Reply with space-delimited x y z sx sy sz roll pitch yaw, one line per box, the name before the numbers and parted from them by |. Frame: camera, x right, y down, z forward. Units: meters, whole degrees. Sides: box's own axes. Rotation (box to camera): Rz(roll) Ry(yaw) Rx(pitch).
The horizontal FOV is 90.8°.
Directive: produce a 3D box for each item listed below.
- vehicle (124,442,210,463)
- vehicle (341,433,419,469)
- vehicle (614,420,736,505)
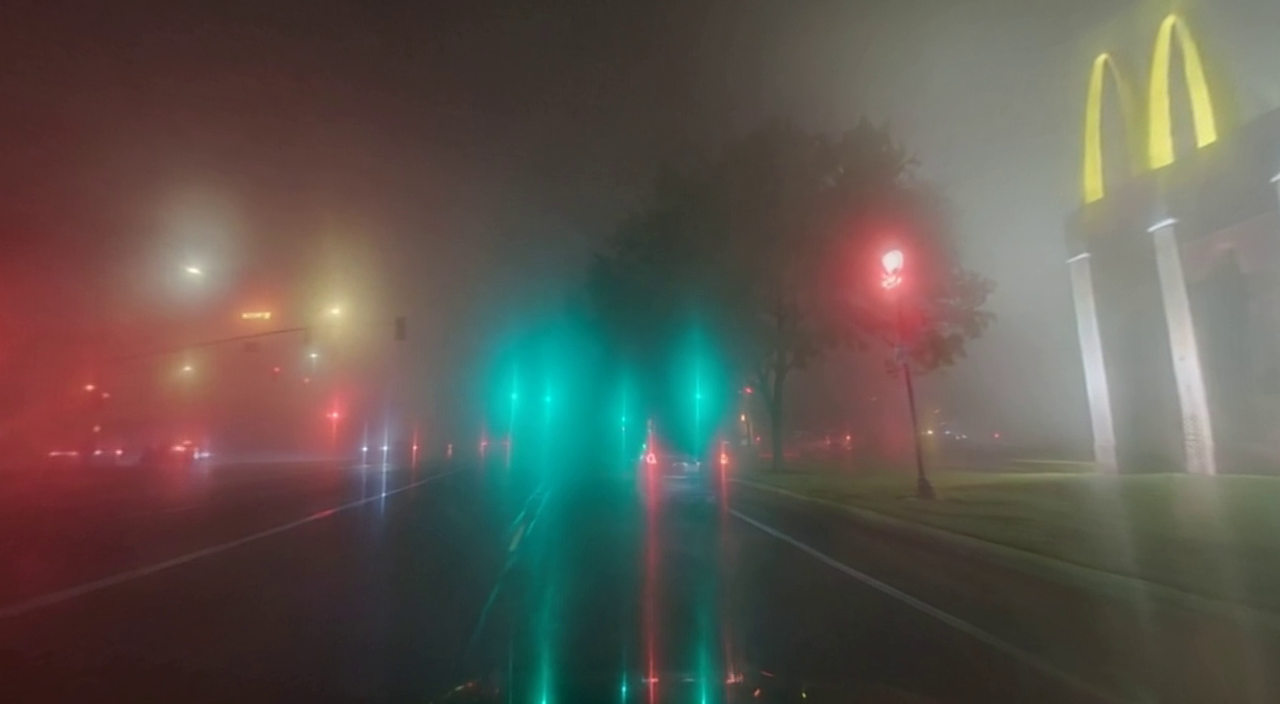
vehicle | -35.521 7.532 47.540 4.692 1.476 1.992 1 -8 -6
vehicle | -11.496 4.391 28.252 1.924 1.458 4.448 1 -8 -5
vehicle | 0.611 2.510 14.772 2.230 1.683 4.204 1 -8 -5
